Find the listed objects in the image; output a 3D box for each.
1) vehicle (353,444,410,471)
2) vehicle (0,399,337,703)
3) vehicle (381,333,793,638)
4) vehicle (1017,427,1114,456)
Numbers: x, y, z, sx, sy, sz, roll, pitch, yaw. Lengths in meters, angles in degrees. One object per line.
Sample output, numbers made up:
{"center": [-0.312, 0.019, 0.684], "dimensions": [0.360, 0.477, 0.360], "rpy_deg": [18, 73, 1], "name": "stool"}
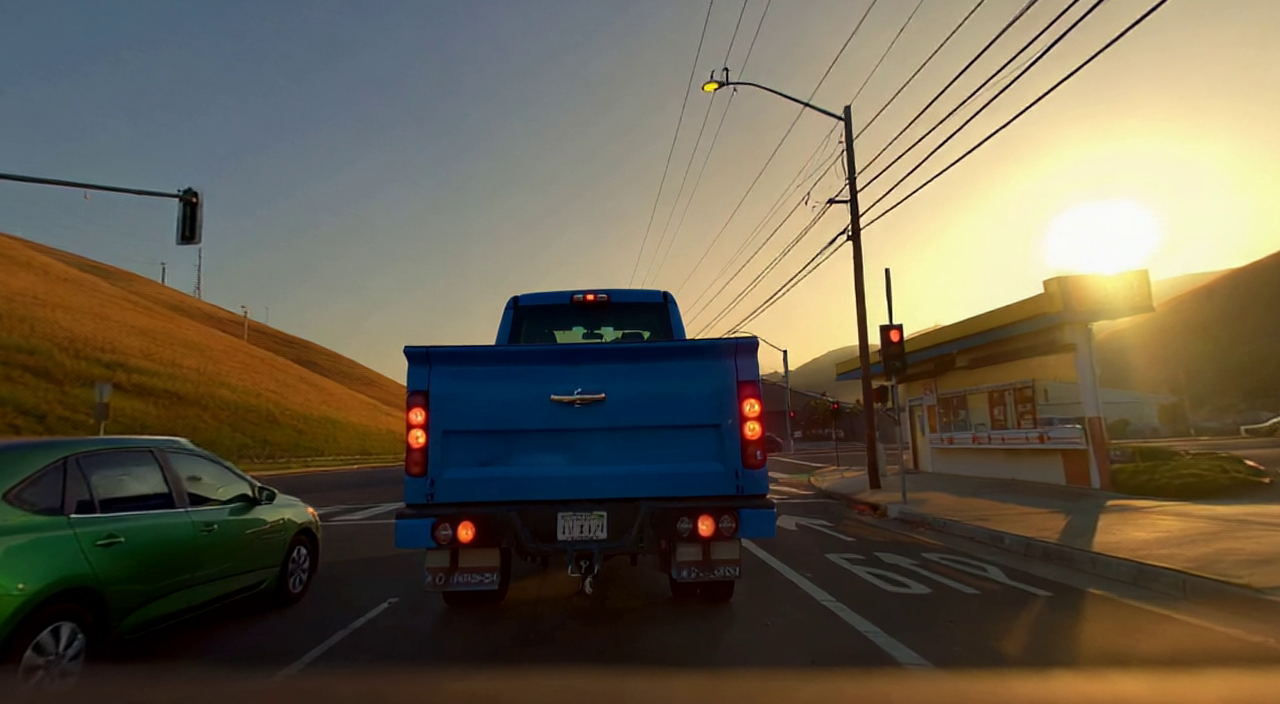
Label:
{"center": [-17.111, 7.013, 41.916], "dimensions": [2.133, 1.690, 4.331], "rpy_deg": [0, -9, -3], "name": "vehicle"}
{"center": [-3.959, 1.189, 3.981], "dimensions": [2.017, 1.555, 4.150], "rpy_deg": [-1, -9, 0], "name": "vehicle"}
{"center": [-0.421, 1.323, 7.208], "dimensions": [2.859, 2.144, 5.406], "rpy_deg": [0, -9, -1], "name": "vehicle"}
{"center": [25.572, 5.394, 37.922], "dimensions": [4.419, 1.496, 1.854], "rpy_deg": [-2, -9, 1], "name": "vehicle"}
